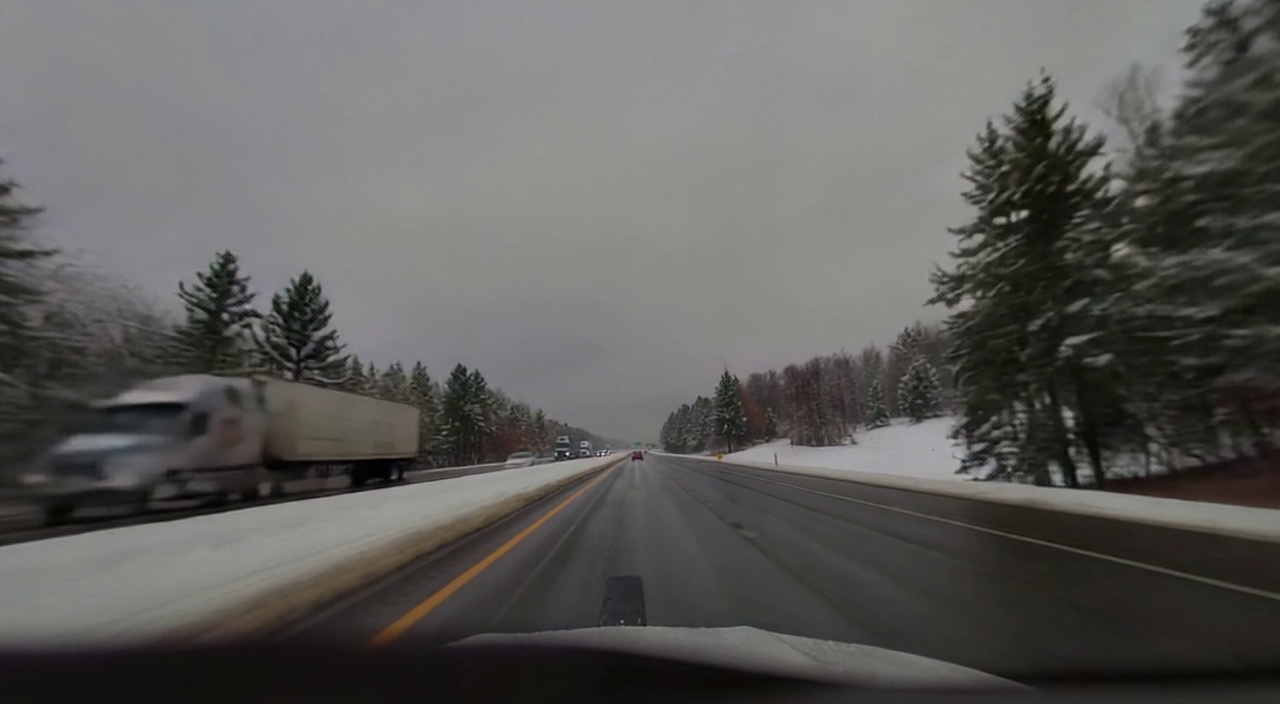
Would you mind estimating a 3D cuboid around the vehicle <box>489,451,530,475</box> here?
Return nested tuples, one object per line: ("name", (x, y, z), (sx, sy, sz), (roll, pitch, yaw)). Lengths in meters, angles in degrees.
("vehicle", (-8.698, 7.414, 42.194), (1.872, 1.517, 3.967), (0, -9, 0))

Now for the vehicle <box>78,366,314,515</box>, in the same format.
("vehicle", (-13.506, 2.810, 20.002), (3.012, 3.998, 5.861), (0, -9, 0))
